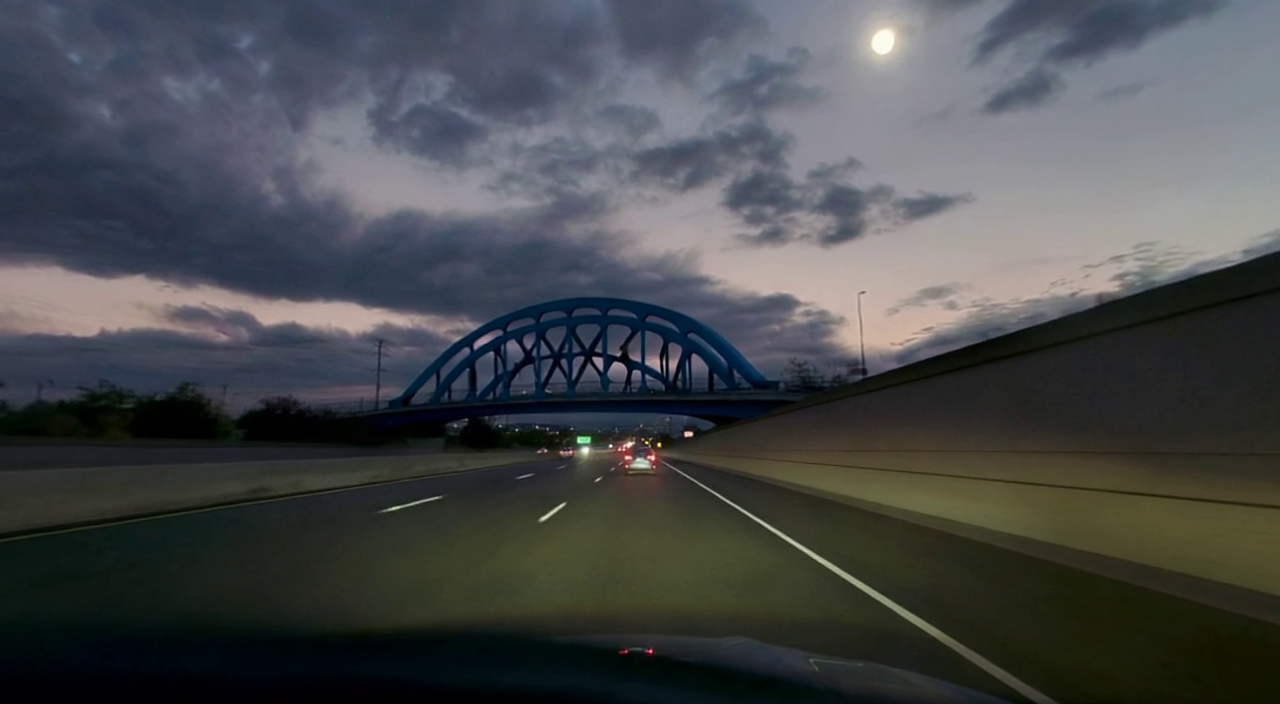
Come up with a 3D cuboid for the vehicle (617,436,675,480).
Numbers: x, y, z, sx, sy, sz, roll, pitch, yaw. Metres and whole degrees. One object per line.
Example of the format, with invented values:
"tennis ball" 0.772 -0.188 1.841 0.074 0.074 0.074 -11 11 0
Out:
"vehicle" 0.235 4.568 27.337 2.299 1.716 4.579 -1 -9 0
